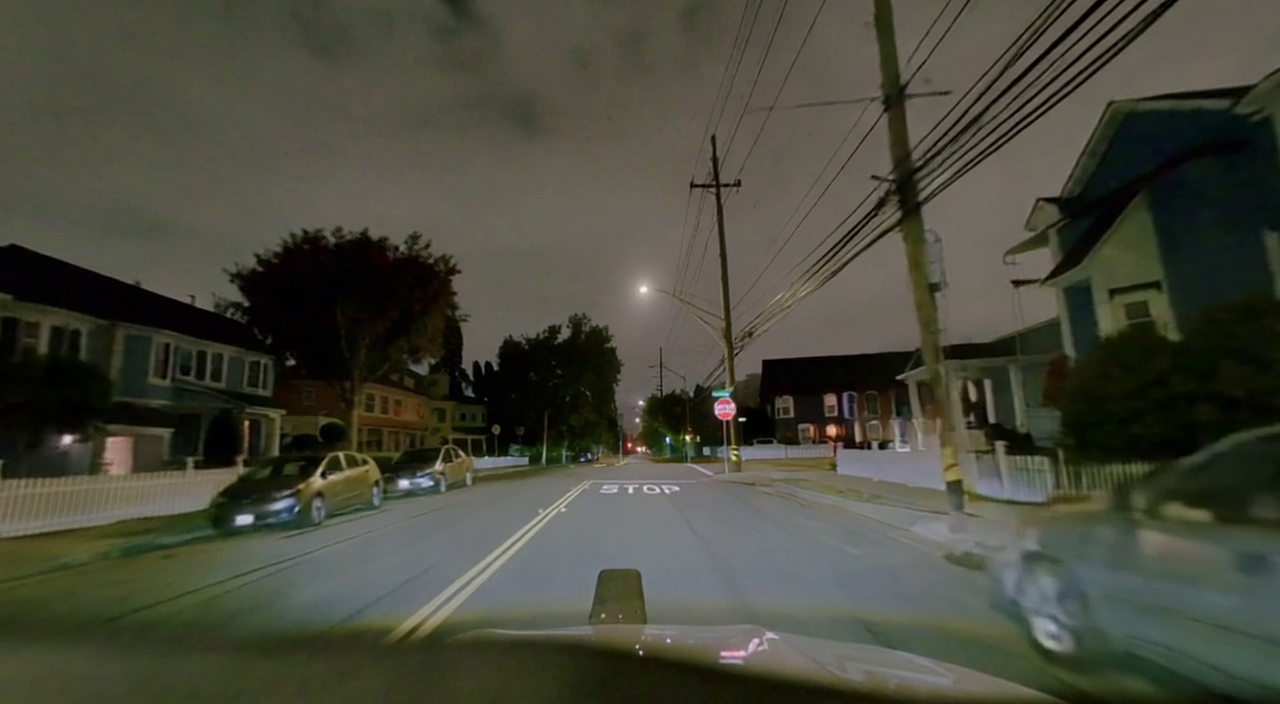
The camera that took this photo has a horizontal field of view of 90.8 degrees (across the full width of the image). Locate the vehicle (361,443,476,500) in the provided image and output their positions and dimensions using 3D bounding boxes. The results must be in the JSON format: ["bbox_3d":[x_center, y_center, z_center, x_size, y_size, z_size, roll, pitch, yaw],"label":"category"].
[{"bbox_3d":[-6.732,3.644,19.743,2.026,1.560,4.062,0,-8,2],"label":"vehicle"}]

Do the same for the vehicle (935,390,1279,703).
[{"bbox_3d":[3.340,0.913,2.311,1.963,1.536,5.446,0,-8,1],"label":"vehicle"}]

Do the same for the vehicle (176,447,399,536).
[{"bbox_3d":[-6.855,2.710,13.011,2.056,1.481,4.451,0,-8,-1],"label":"vehicle"}]

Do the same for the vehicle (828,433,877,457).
[{"bbox_3d":[15.754,6.928,47.059,2.025,1.689,4.342,0,-9,-2],"label":"vehicle"}]
